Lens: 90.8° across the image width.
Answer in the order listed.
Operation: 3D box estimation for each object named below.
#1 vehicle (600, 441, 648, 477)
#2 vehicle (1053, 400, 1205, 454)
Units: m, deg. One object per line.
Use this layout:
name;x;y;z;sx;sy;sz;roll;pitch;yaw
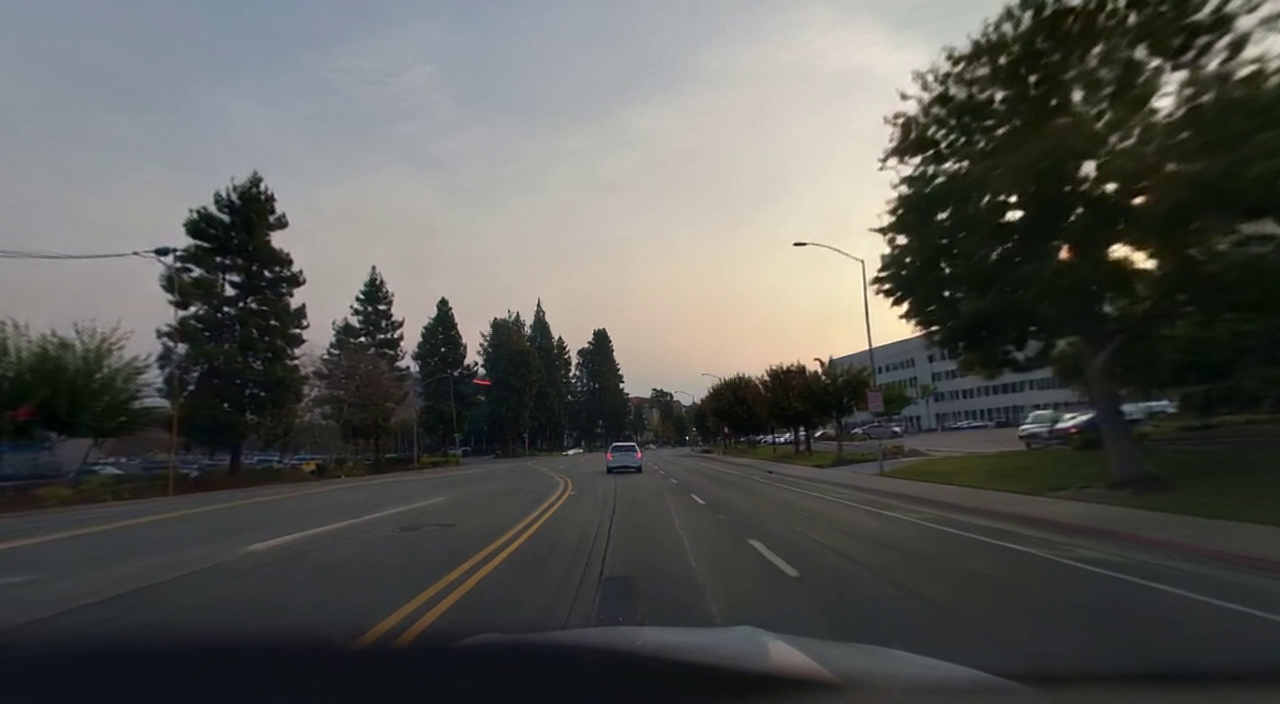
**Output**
vehicle;-0.793;5.208;30.926;2.181;1.639;4.127;0;-9;-2
vehicle;16.943;2.603;22.023;3.864;1.527;1.674;-4;-7;-3
